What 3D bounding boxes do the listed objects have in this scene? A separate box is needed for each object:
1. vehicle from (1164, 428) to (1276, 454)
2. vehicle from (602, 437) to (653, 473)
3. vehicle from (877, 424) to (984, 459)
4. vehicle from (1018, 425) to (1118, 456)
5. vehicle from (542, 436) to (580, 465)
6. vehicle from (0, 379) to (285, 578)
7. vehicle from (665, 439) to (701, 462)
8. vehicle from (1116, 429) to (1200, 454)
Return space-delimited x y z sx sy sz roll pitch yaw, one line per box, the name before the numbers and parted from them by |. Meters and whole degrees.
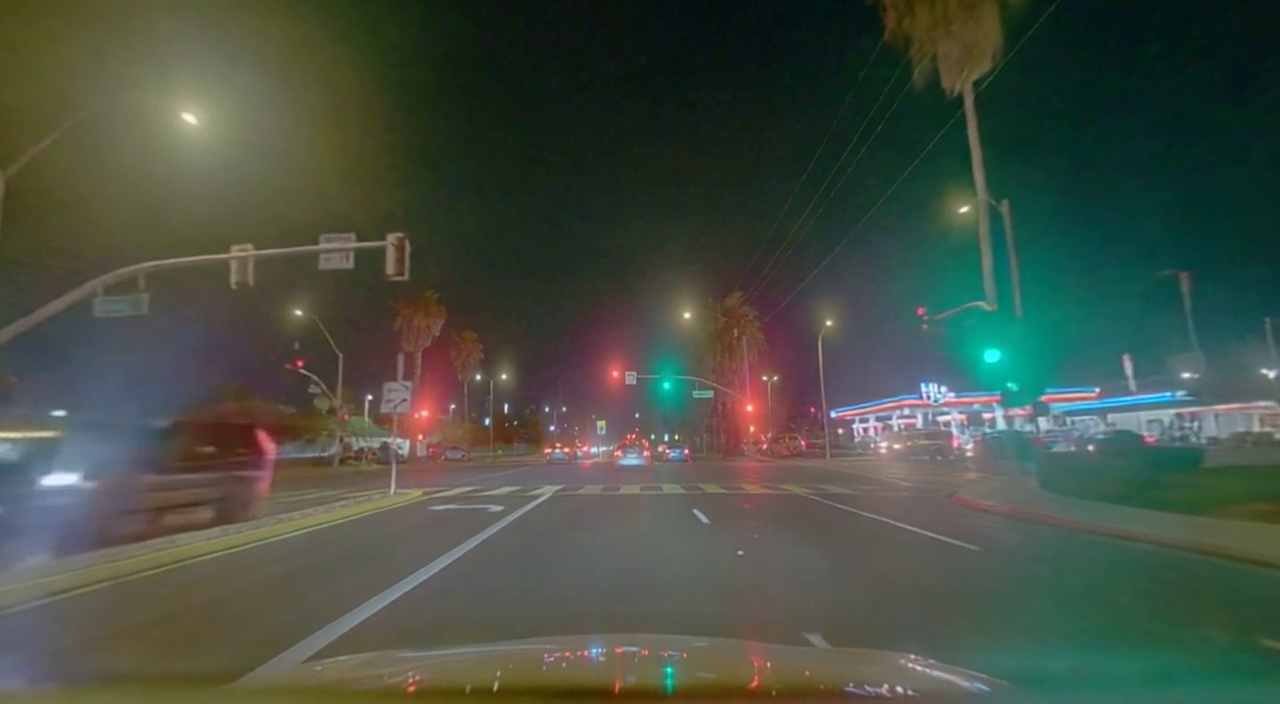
vehicle | 34.101 5.257 37.305 4.668 1.469 1.963 0 -8 -1
vehicle | -0.561 4.637 28.770 2.160 1.508 4.319 0 -8 -1
vehicle | 17.074 5.299 37.348 5.173 1.976 2.223 0 -8 0
vehicle | 25.043 5.202 37.135 4.473 1.751 1.909 0 -8 -1
vehicle | -5.315 6.652 43.012 2.032 1.747 4.479 -2 -7 -1
vehicle | -8.460 1.799 9.625 2.440 2.225 6.346 0 -8 -1
vehicle | 2.932 6.823 43.909 2.060 1.471 4.168 0 -8 -2
vehicle | 33.163 5.746 40.598 3.696 1.532 1.927 0 -8 -1
